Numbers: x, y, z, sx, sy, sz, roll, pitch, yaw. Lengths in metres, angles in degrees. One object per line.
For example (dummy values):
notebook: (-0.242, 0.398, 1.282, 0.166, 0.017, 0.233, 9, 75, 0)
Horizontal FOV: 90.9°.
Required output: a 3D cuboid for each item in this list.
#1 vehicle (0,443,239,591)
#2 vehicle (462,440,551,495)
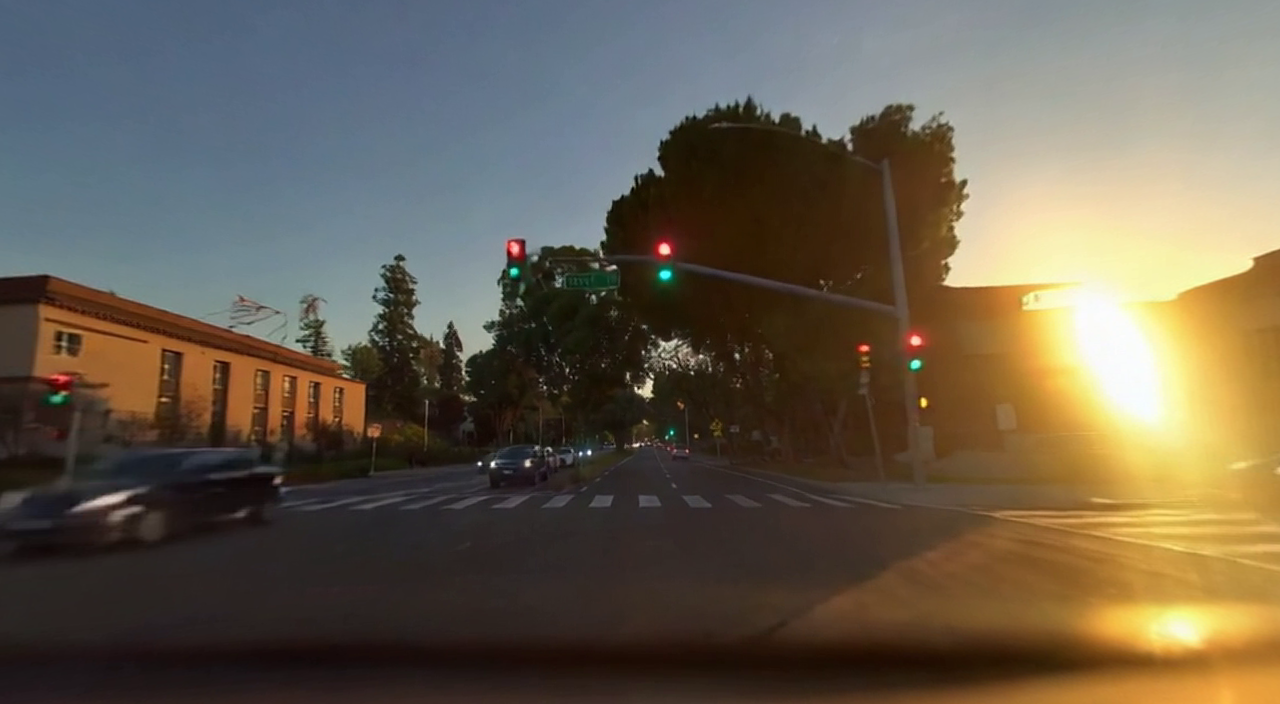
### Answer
vehicle: (-7.610, 1.959, 8.192, 1.974, 1.521, 4.197, 0, -8, 1)
vehicle: (-4.546, 3.975, 22.147, 2.070, 1.481, 4.266, -5, -7, 1)
